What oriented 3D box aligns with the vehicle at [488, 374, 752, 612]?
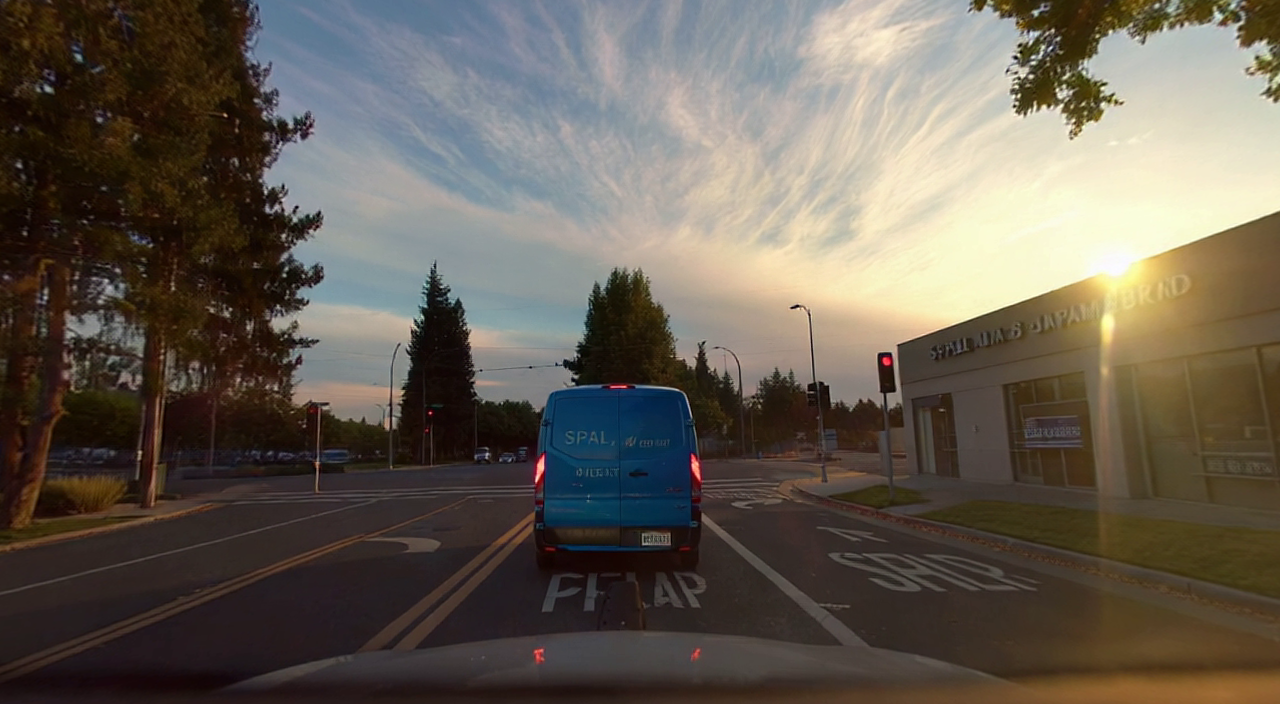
[{"bbox_3d":[-0.293,1.466,7.292,2.181,1.949,3.932,1,-9,-4],"label":"vehicle"}]
